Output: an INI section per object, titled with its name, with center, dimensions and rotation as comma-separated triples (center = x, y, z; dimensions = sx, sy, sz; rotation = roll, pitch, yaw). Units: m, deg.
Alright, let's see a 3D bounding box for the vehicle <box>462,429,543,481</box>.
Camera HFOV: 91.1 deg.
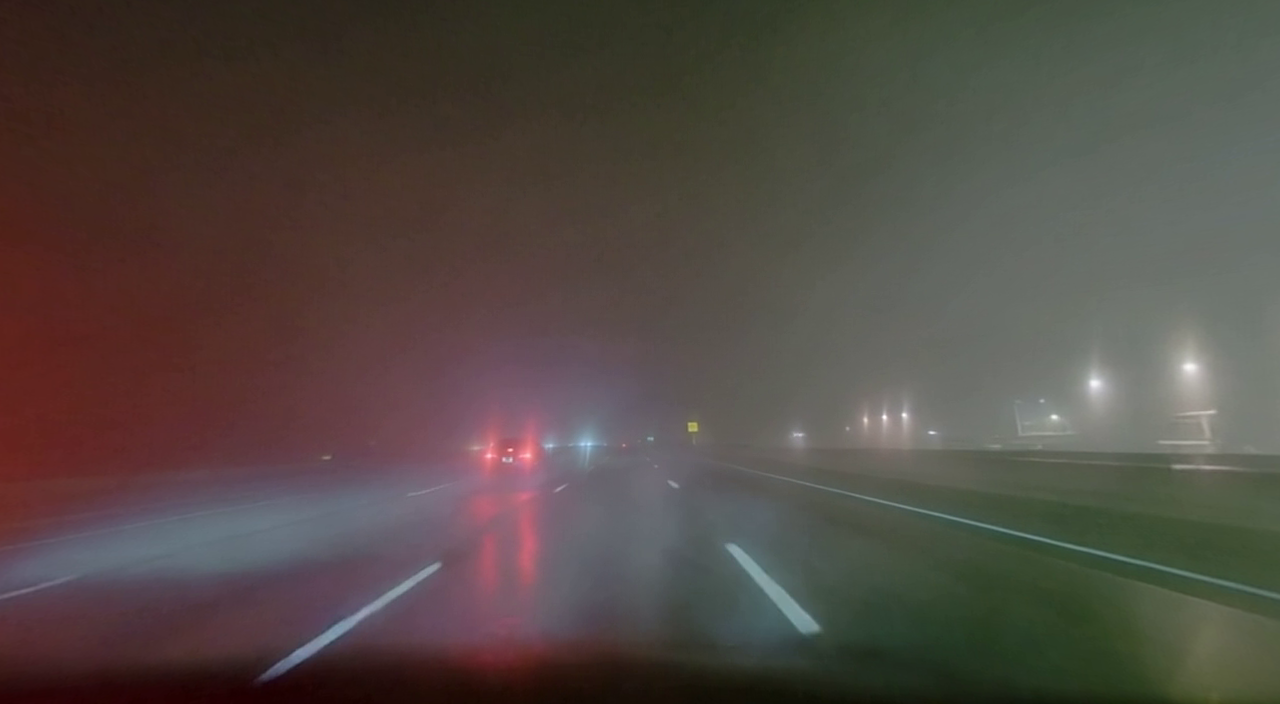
[vehicle]
center = -4.834, 3.682, 22.799
dimensions = 2.063, 1.661, 4.439
rotation = 2, -8, -2
